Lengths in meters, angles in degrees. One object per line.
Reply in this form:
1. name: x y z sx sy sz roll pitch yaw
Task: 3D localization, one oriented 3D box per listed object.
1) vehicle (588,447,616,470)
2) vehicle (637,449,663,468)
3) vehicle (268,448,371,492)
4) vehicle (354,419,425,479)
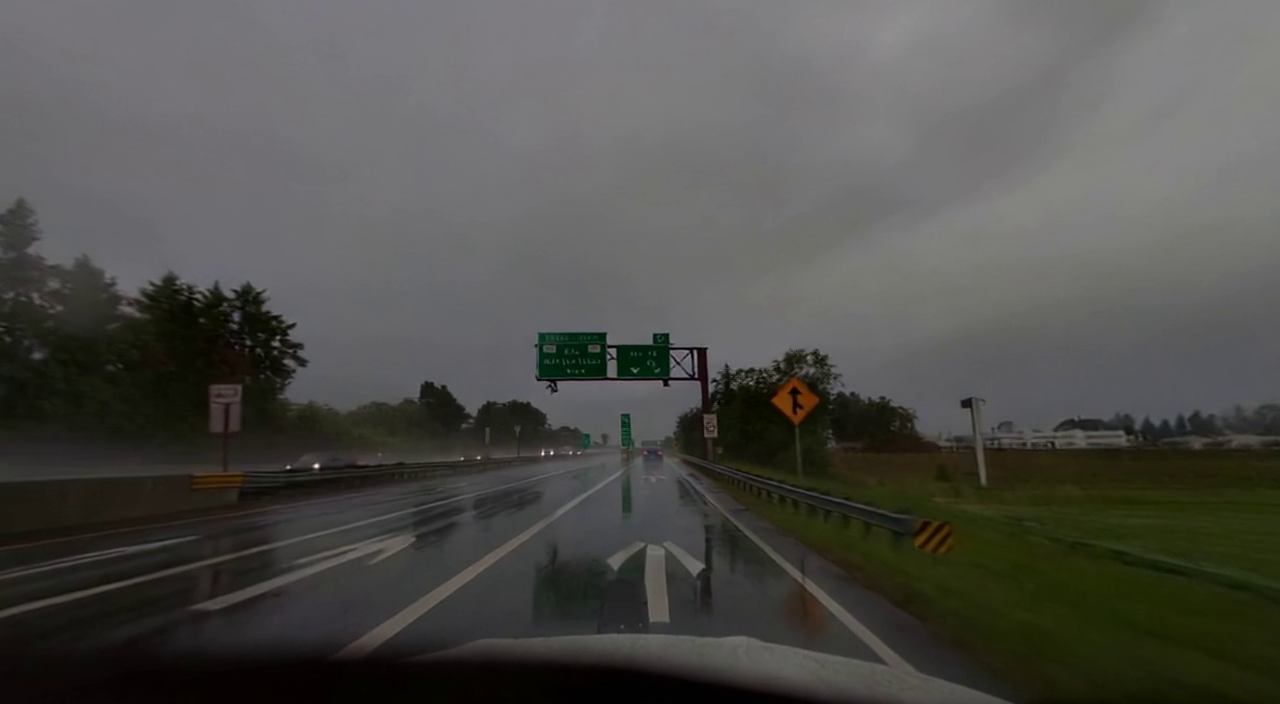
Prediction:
1. vehicle: -2.991 8.417 49.989 2.021 1.727 4.225 0 -9 -1
2. vehicle: 0.842 8.400 49.914 1.807 1.427 3.645 -1 -9 5
3. vehicle: -14.124 5.207 28.158 2.144 1.764 4.730 0 -9 0
4. vehicle: -16.706 6.454 41.645 3.061 3.490 8.999 5 -10 -28
